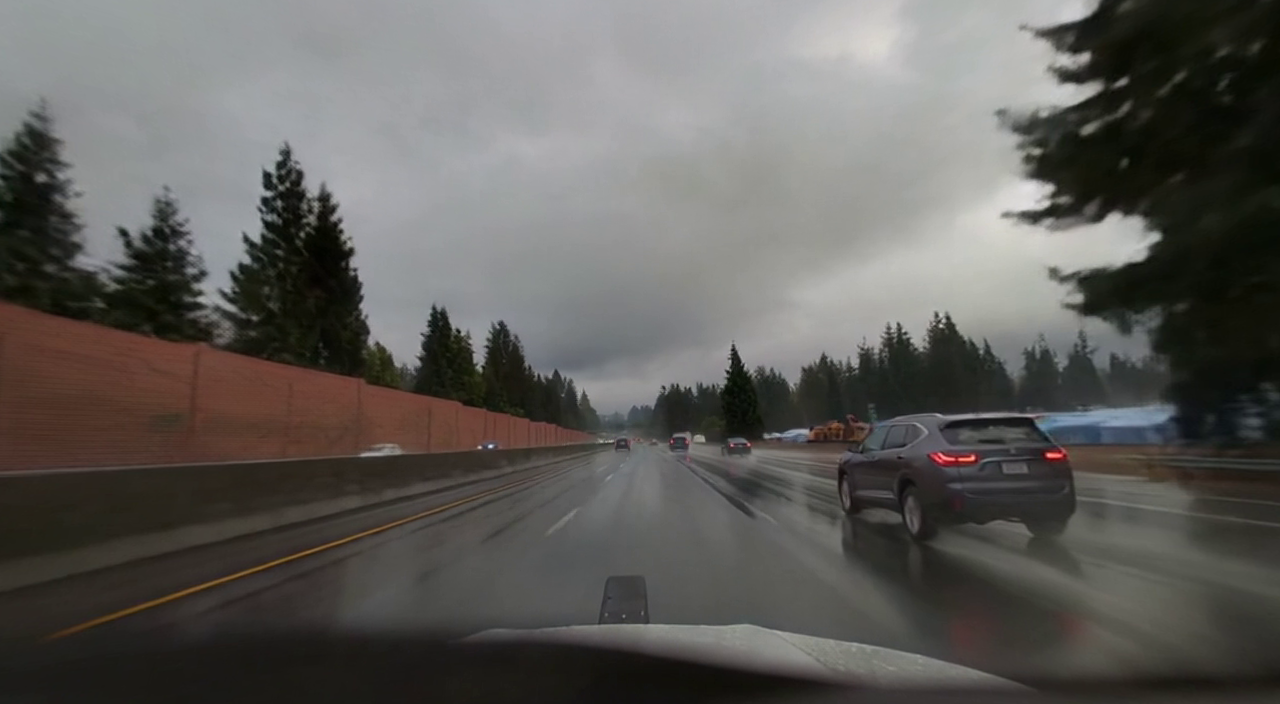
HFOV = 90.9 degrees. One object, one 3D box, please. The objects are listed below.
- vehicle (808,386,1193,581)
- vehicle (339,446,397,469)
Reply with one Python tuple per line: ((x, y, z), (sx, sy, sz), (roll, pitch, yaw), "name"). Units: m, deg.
((3.973, 1.556, 8.231), (2.190, 1.783, 4.637), (0, -8, -1), "vehicle")
((-18.008, 6.973, 41.933), (1.805, 1.465, 4.453), (-1, -8, 1), "vehicle")
